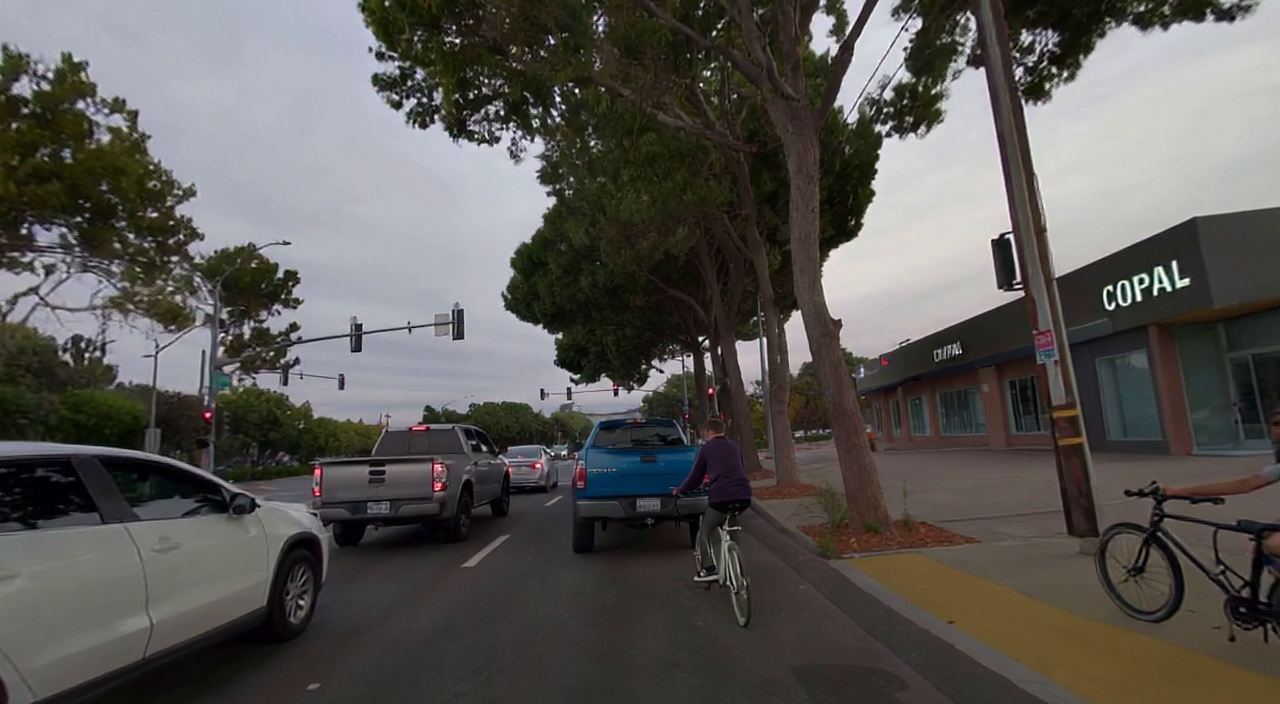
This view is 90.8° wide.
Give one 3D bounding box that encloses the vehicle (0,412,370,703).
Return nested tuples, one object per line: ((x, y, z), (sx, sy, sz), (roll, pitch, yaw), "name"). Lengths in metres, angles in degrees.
((-3.558, 1.172, 3.697), (2.064, 1.486, 4.140), (0, -9, 1), "vehicle")

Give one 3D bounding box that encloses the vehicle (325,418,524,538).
((-3.602, 2.198, 11.611), (2.046, 1.750, 4.452), (0, -9, 0), "vehicle")

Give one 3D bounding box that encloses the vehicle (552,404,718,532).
((-0.114, 2.086, 11.878), (2.426, 1.882, 5.027), (0, -9, -1), "vehicle")
